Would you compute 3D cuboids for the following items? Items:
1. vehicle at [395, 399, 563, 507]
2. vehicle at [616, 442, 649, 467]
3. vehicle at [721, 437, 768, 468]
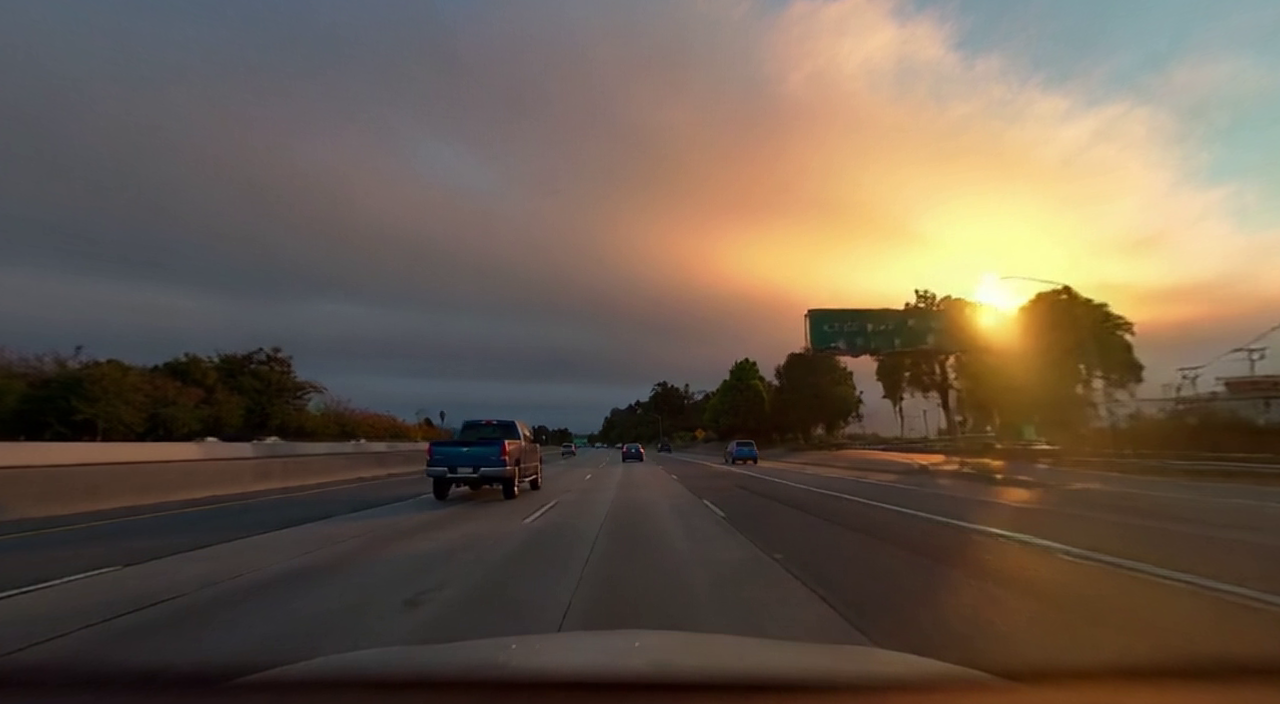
[{"bbox_3d":[-3.633,2.505,15.912,2.592,2.179,6.034,0,-9,0],"label":"vehicle"},{"bbox_3d":[-0.552,6.966,43.105,2.157,1.642,4.189,0,-9,-2],"label":"vehicle"},{"bbox_3d":[6.798,6.611,41.812,2.103,1.898,5.310,0,-9,-1],"label":"vehicle"}]
